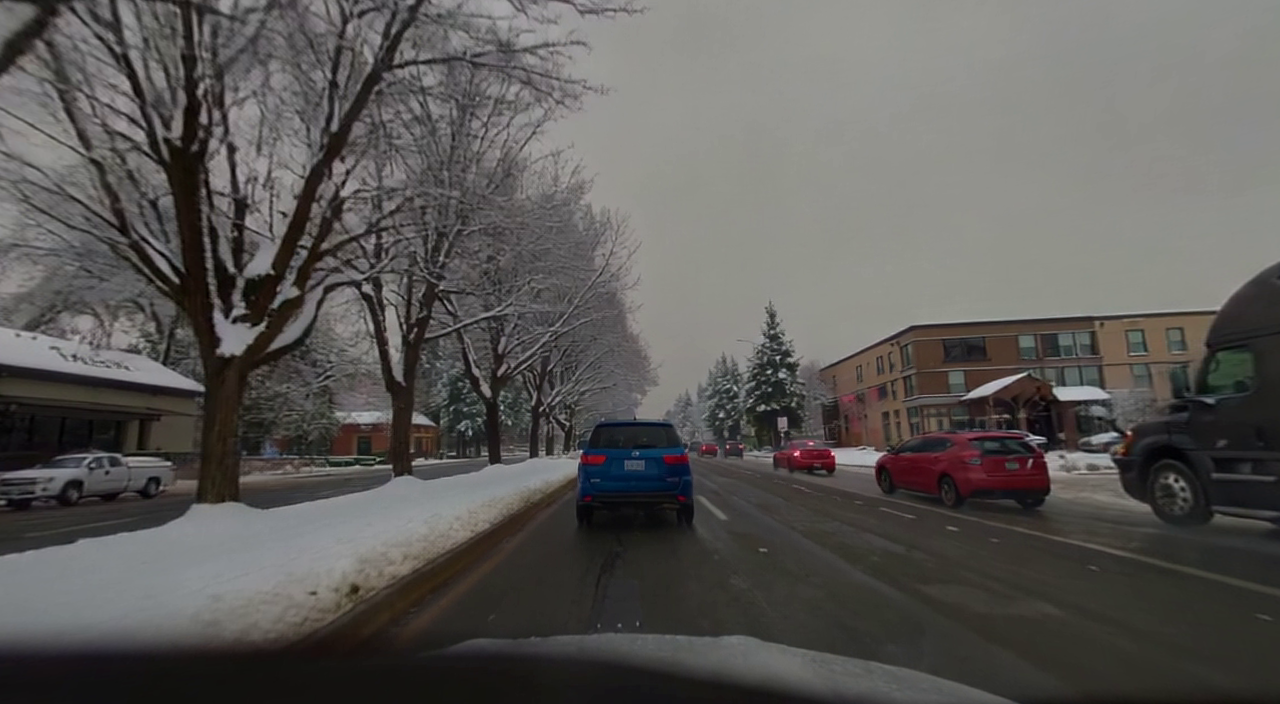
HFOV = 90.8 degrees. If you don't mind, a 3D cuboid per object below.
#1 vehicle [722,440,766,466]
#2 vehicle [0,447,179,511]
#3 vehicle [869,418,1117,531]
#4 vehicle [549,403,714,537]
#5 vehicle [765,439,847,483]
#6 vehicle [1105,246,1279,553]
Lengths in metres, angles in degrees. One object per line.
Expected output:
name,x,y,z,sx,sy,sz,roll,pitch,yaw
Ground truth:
vehicle,6.543,6.382,40.158,1.914,1.523,4.287,0,-9,-1
vehicle,-19.273,4.287,22.056,2.302,1.939,5.221,0,-9,1
vehicle,6.199,2.205,11.899,2.056,1.703,4.428,0,-9,-1
vehicle,-0.145,1.984,11.123,2.320,1.880,4.192,0,-9,-1
vehicle,6.432,4.273,25.072,2.035,1.553,4.465,0,-9,0
vehicle,9.991,0.430,7.066,3.030,4.019,8.420,0,-9,0
